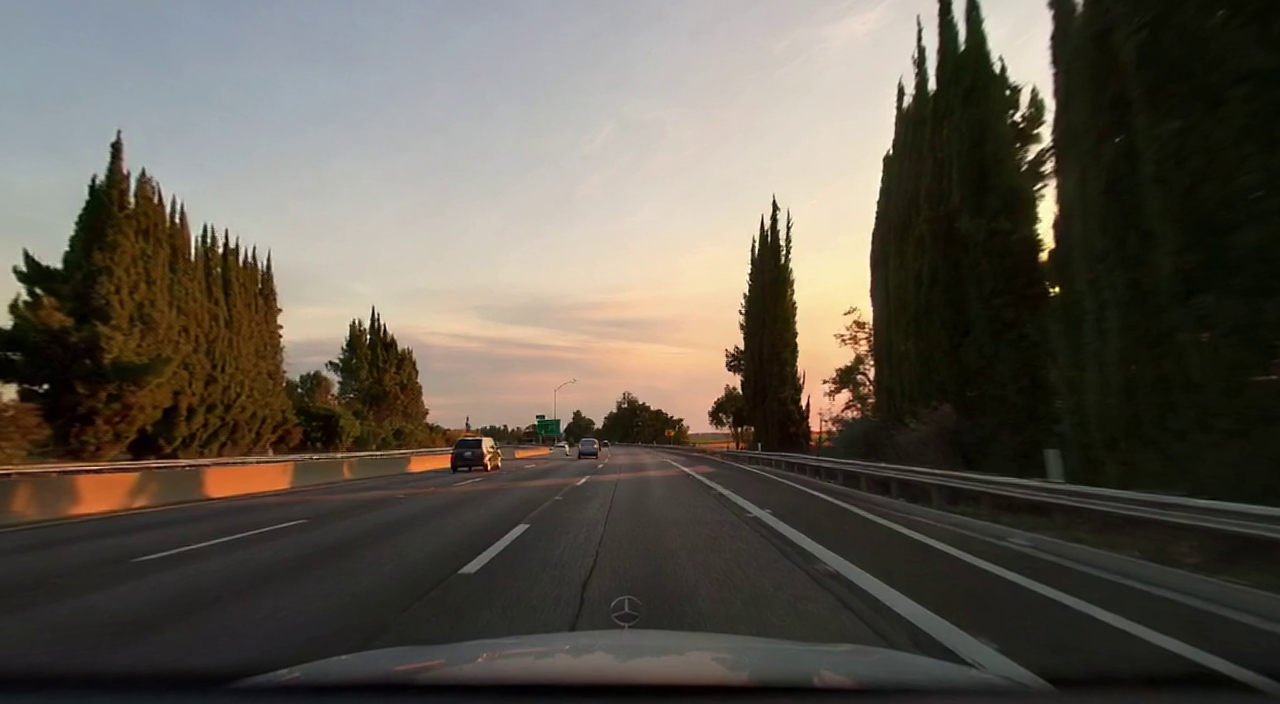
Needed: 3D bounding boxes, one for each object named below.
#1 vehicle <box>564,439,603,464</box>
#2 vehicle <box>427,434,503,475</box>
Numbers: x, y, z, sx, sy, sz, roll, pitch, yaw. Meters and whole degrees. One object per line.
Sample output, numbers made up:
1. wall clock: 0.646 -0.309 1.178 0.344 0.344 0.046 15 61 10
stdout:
1. vehicle: -3.513 6.266 39.735 2.075 1.516 4.212 0 -8 0
2. vehicle: -7.600 4.499 27.791 2.080 1.632 4.332 0 -8 0
